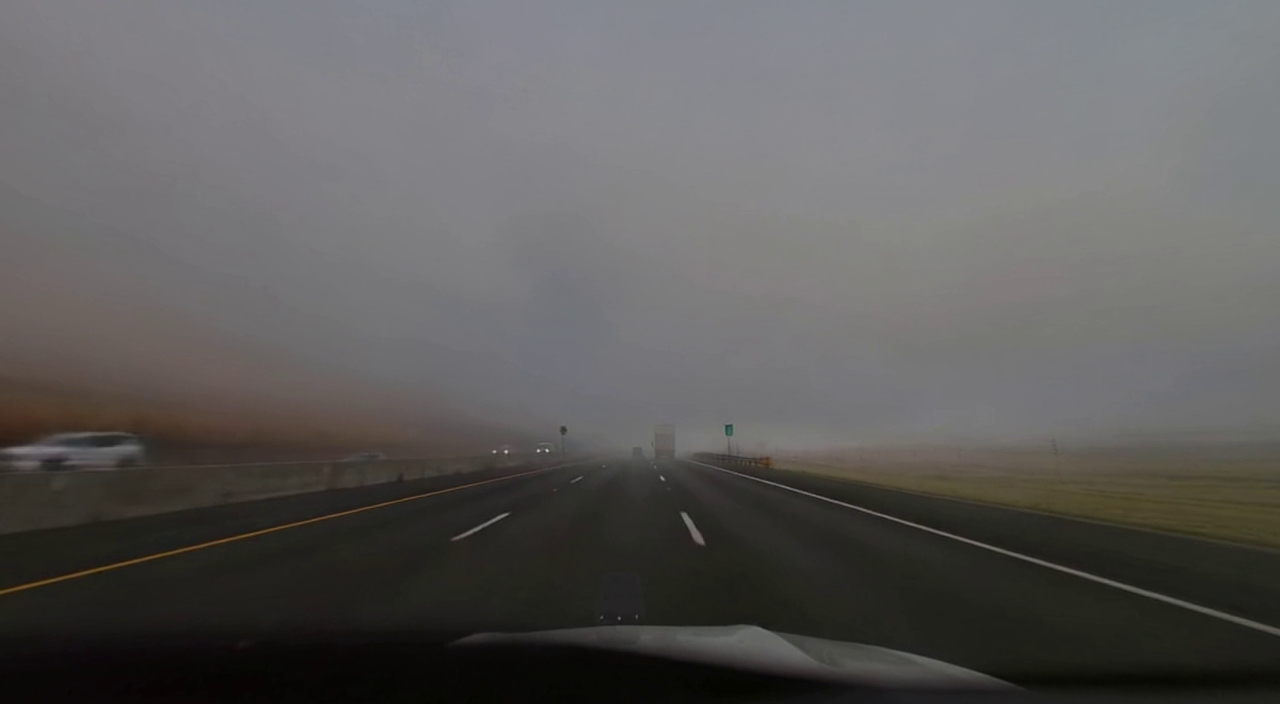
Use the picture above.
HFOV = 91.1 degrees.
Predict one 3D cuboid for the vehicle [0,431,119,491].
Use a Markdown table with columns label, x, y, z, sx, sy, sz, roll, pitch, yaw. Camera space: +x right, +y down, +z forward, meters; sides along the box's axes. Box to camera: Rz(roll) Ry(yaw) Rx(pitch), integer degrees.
| label | x | y | z | sx | sy | sz | roll | pitch | yaw |
| --- | --- | --- | --- | --- | --- | --- | --- | --- | --- |
| vehicle | -19.363 | 3.409 | 19.810 | 2.050 | 1.689 | 4.458 | 0 | -9 | -1 |
